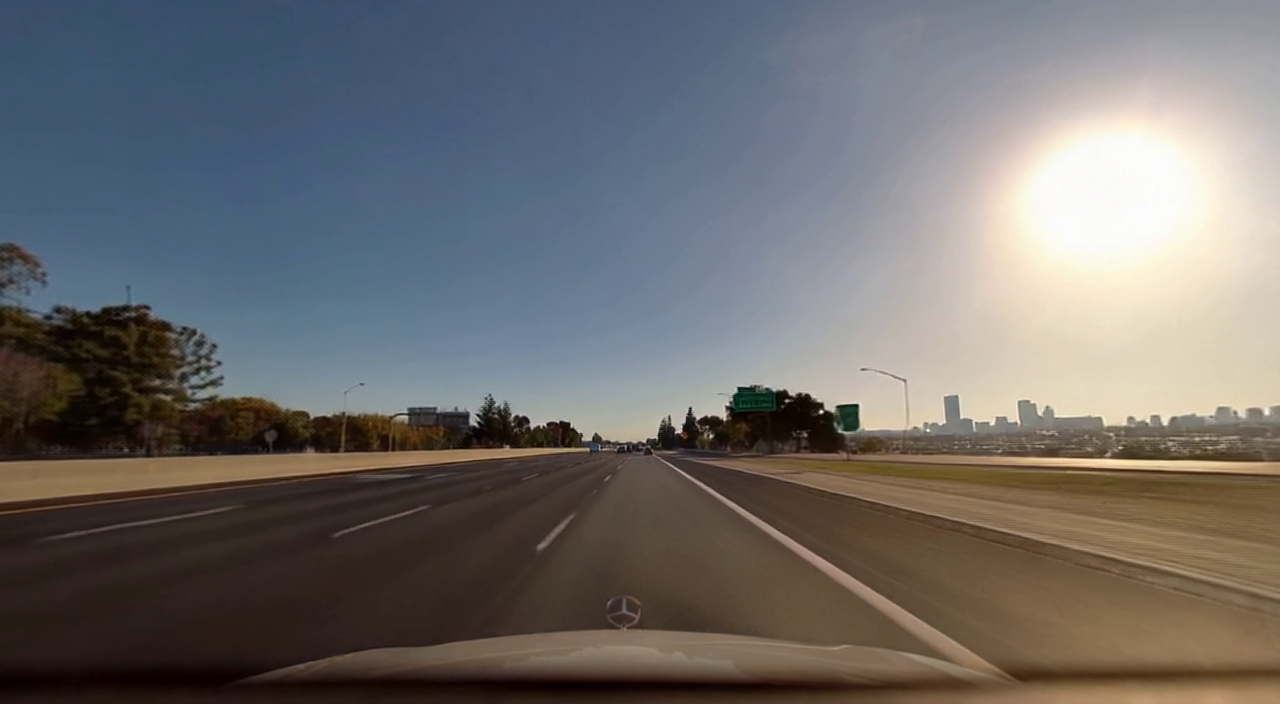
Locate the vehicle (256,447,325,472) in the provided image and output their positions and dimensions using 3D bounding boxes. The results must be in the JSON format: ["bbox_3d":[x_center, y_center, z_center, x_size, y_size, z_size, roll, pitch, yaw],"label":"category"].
[{"bbox_3d":[-22.702,6.970,41.084,1.836,1.517,4.426,0,-9,2],"label":"vehicle"}]
